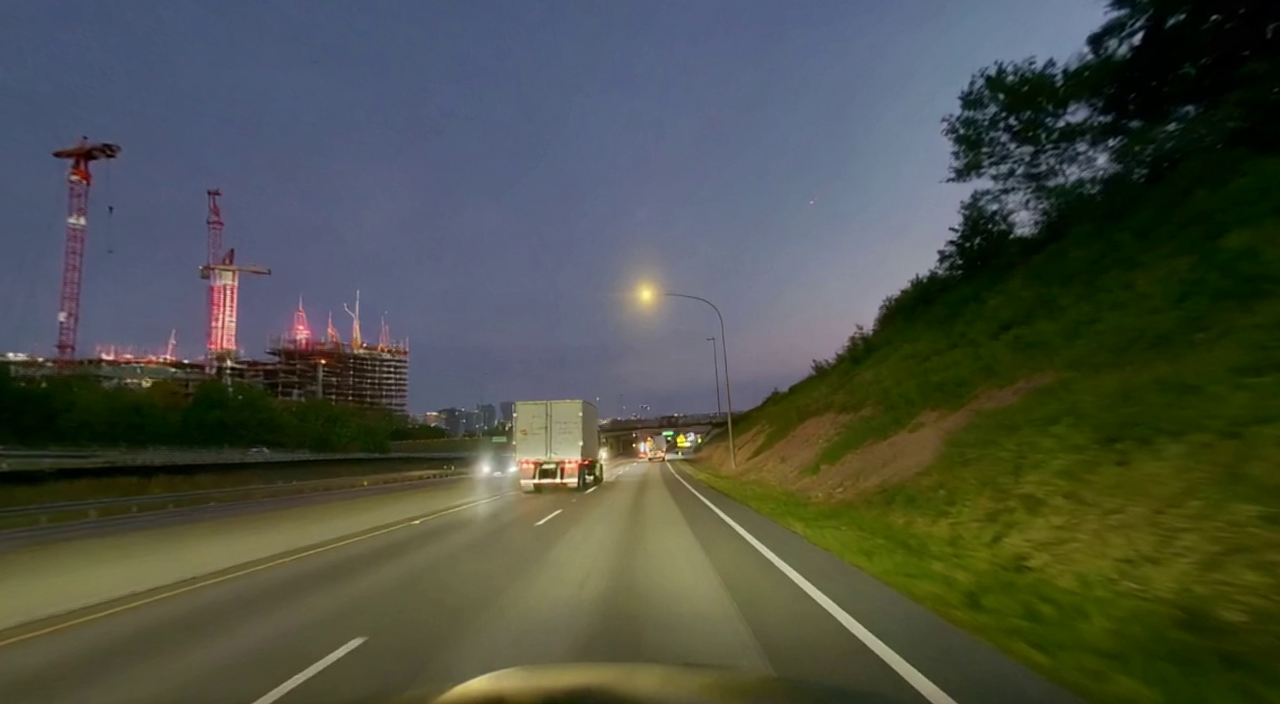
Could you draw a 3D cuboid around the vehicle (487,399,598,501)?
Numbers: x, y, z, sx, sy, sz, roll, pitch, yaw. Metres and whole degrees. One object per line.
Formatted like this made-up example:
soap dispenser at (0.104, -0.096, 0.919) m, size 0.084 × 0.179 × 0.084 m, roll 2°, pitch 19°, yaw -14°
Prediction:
vehicle at (-2.885, 3.213, 20.663) m, size 2.565 × 2.771 × 6.641 m, roll 0°, pitch -9°, yaw 0°
